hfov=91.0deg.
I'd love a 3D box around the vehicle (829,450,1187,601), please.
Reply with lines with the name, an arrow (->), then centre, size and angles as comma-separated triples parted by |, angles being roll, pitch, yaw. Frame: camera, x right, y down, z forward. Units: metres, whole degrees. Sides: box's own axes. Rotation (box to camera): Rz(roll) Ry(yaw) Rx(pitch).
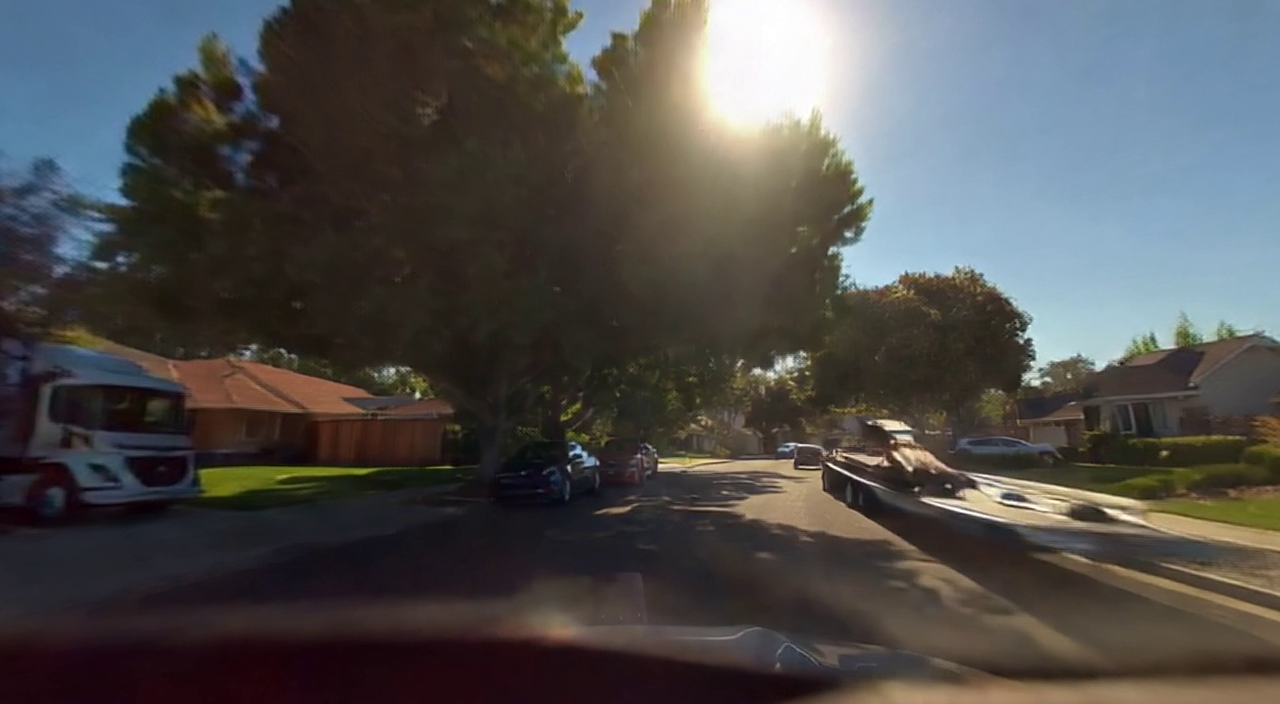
vehicle -> 4.977, 2.399, 10.255 | 2.804, 1.336, 6.700 | 0, -7, 10

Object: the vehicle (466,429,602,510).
vehicle -> -2.501, 2.951, 16.309 | 2.052, 1.745, 4.737 | -2, -9, 9

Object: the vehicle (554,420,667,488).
vehicle -> -0.931, 3.932, 24.556 | 2.632, 2.249, 6.179 | -3, -9, 15

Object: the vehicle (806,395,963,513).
vehicle -> 6.153, 2.690, 16.866 | 2.697, 2.558, 5.635 | -2, -9, 9

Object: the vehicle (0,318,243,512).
vehicle -> -12.243, 1.238, 11.726 | 7.767, 3.105, 2.858 | -1, -9, 3
